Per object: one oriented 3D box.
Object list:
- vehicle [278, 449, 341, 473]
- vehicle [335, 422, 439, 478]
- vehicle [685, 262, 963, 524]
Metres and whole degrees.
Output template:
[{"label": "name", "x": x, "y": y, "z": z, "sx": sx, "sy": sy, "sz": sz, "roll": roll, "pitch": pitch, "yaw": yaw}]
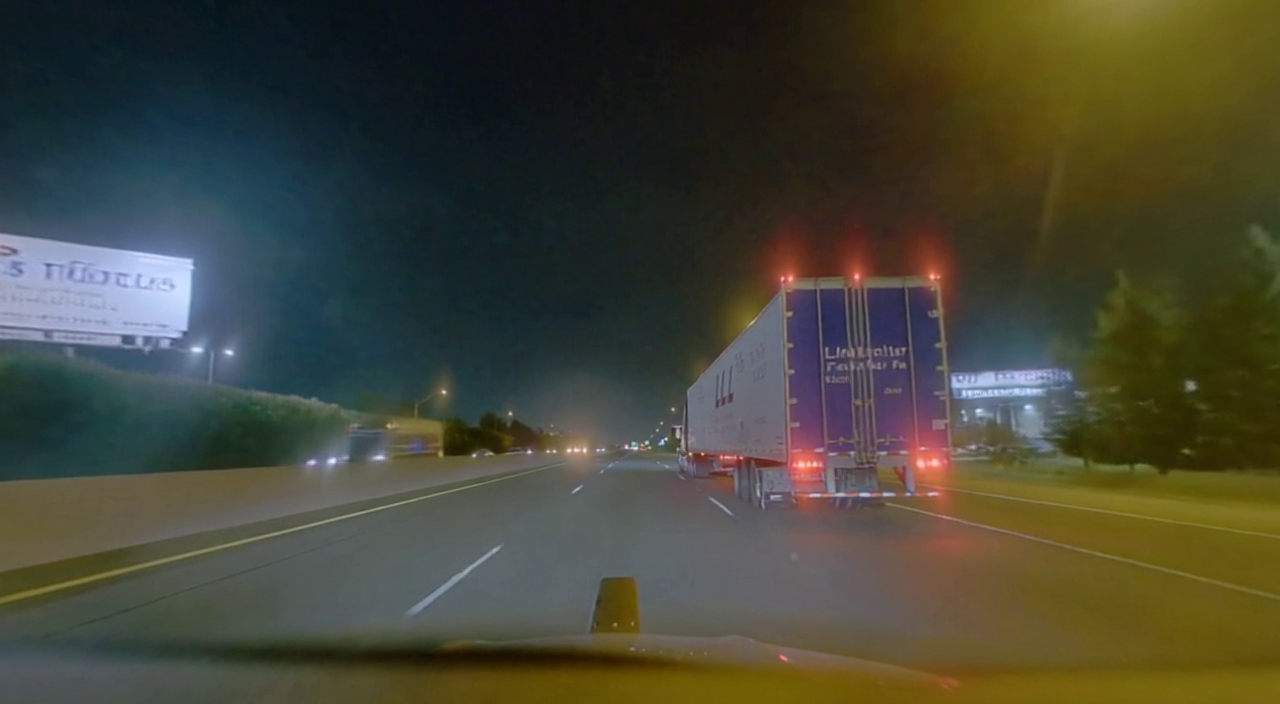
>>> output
[{"label": "vehicle", "x": -23.061, "y": 7.603, "z": 44.284, "sx": 1.932, "sy": 1.501, "sz": 4.598, "roll": 0, "pitch": -9, "yaw": 1}, {"label": "vehicle", "x": -11.090, "y": 4.357, "z": 28.266, "sx": 2.416, "sy": 2.253, "sz": 5.336, "roll": 0, "pitch": -9, "yaw": 0}, {"label": "vehicle", "x": 3.627, "y": 1.909, "z": 19.075, "sx": 2.891, "sy": 4.387, "sz": 17.121, "roll": 0, "pitch": -9, "yaw": -1}]
